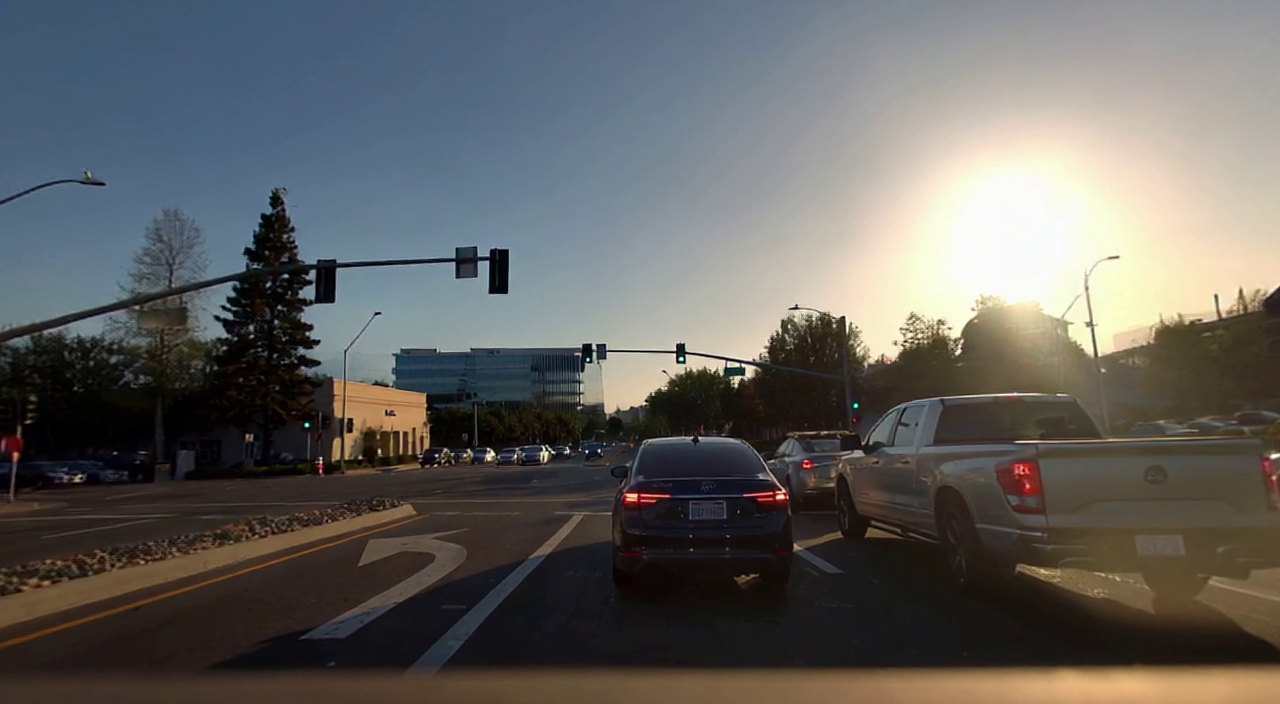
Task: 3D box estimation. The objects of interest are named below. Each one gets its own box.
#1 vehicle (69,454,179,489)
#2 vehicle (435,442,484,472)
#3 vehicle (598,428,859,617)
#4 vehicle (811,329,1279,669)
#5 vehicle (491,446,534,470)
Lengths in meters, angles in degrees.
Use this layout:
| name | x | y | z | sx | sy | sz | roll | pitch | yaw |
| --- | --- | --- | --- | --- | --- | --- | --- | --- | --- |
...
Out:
| name | x | y | z | sx | sy | sz | roll | pitch | yaw |
| --- | --- | --- | --- | --- | --- | --- | --- | --- | --- |
| vehicle | -29.089 | 6.712 | 35.627 | 4.789 | 1.828 | 2.025 | -2 | -9 | 10 |
| vehicle | -11.881 | 6.926 | 41.875 | 1.991 | 1.844 | 4.393 | 0 | -8 | -1 |
| vehicle | 0.615 | 1.605 | 6.859 | 2.038 | 1.447 | 3.756 | 0 | -8 | -2 |
| vehicle | 3.795 | 1.284 | 6.678 | 2.358 | 2.116 | 5.328 | 0 | -8 | -1 |
| vehicle | -8.438 | 7.052 | 42.124 | 2.002 | 1.469 | 4.301 | 0 | -8 | -1 |
